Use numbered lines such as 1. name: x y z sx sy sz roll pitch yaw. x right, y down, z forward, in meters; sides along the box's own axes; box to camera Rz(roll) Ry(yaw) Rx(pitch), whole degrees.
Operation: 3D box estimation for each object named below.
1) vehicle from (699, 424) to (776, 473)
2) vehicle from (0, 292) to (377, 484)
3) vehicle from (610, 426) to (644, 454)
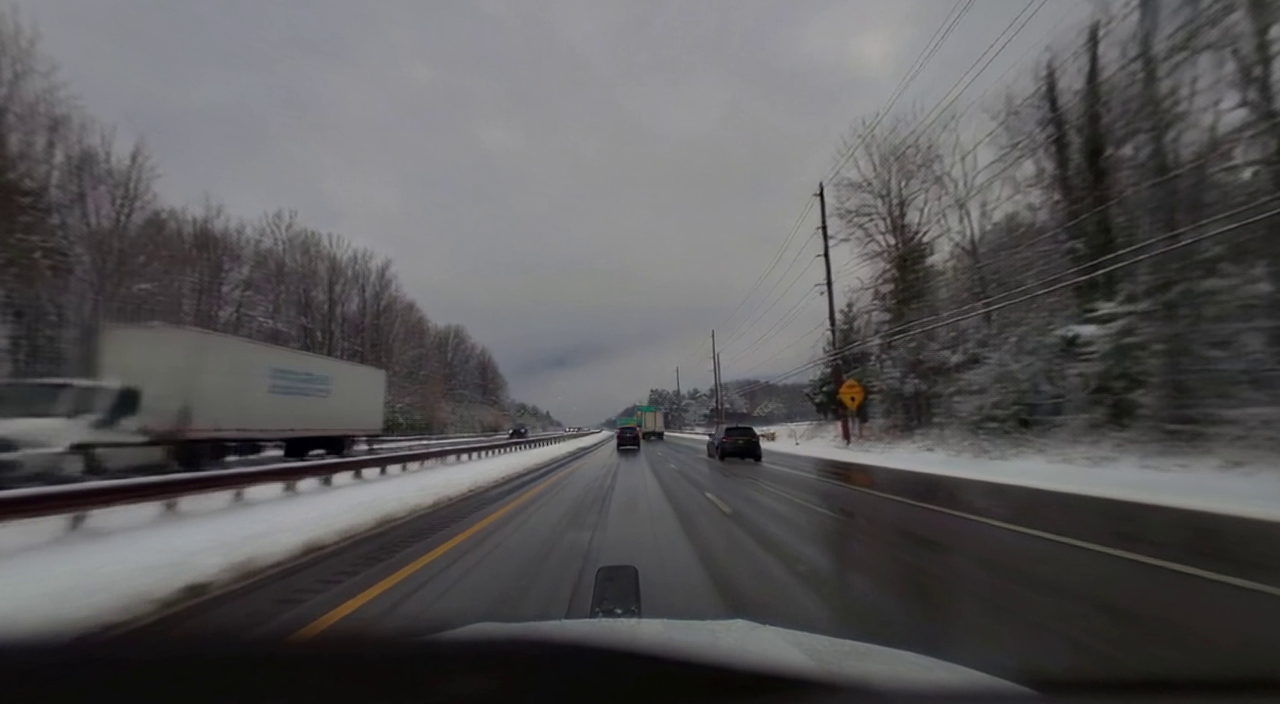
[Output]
1. vehicle: 3.417 3.457 22.777 2.062 1.581 3.914 0 -8 -1
2. vehicle: -12.782 1.660 20.227 2.921 4.095 13.845 0 -8 -1
3. vehicle: -0.824 5.502 39.304 2.019 1.642 3.790 0 -8 -1
